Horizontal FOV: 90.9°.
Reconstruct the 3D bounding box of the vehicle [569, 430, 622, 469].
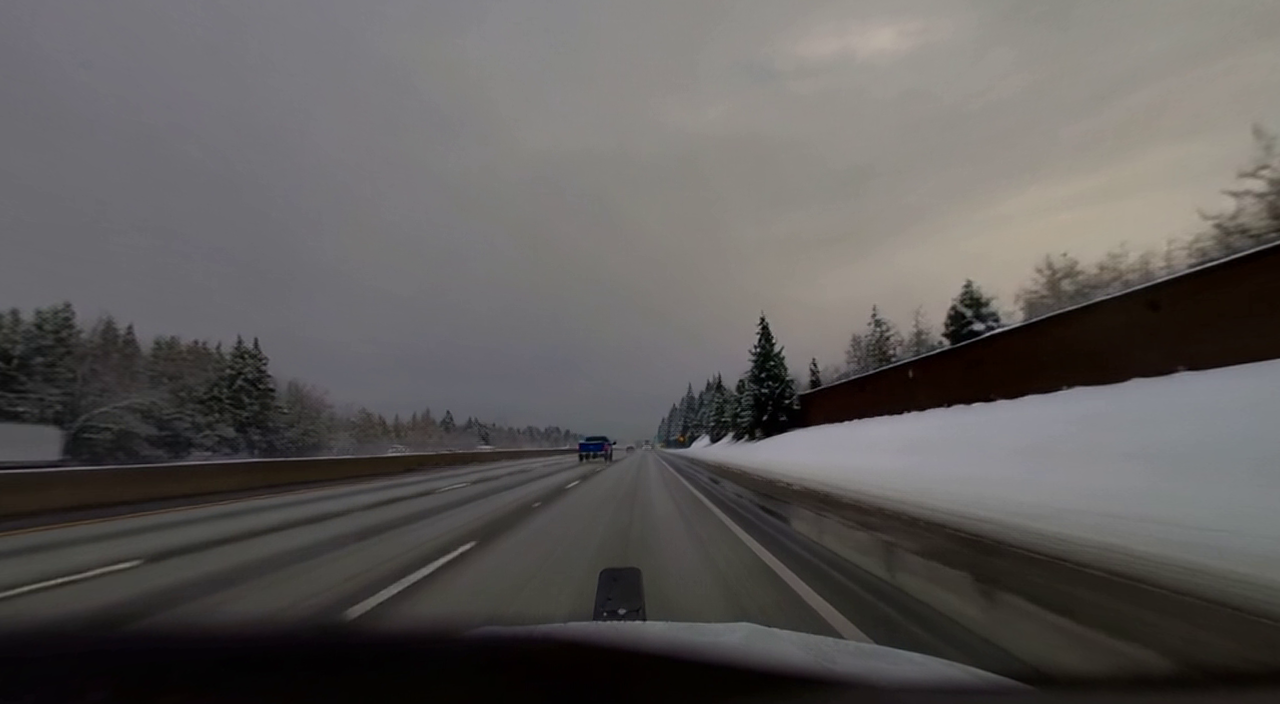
[{"bbox_3d":[-2.617,6.016,38.984,2.604,2.170,6.271,0,-8,2],"label":"vehicle"}]
